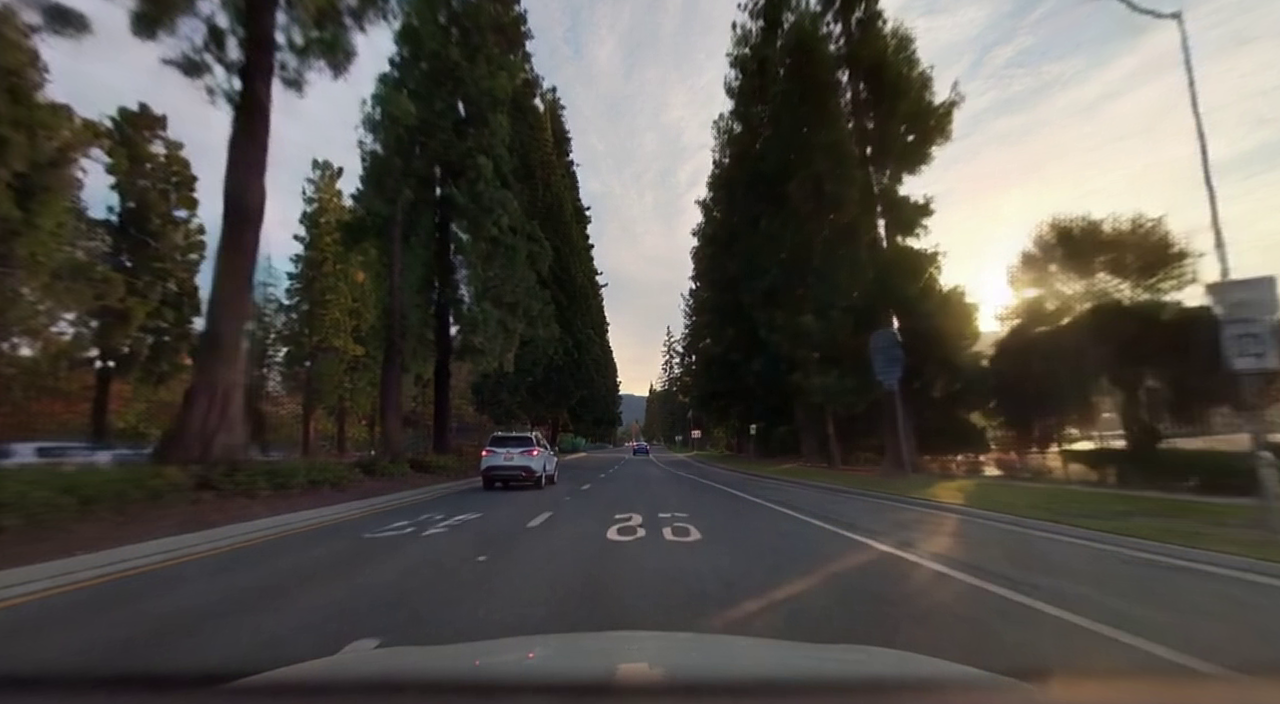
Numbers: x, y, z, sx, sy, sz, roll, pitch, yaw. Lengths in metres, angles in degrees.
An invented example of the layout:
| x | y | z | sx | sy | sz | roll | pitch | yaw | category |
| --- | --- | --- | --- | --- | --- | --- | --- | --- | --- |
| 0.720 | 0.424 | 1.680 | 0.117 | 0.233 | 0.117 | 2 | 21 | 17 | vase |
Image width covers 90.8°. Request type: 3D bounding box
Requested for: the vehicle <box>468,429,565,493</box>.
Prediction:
| x | y | z | sx | sy | sz | roll | pitch | yaw | category |
| --- | --- | --- | --- | --- | --- | --- | --- | --- | --- |
| -3.659 | 3.326 | 19.571 | 2.078 | 1.748 | 4.279 | 0 | -8 | 0 | vehicle |

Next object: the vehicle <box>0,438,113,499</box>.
| x | y | z | sx | sy | sz | roll | pitch | yaw | category |
| --- | --- | --- | --- | --- | --- | --- | --- | --- | --- |
| -25.831 | 4.590 | 25.152 | 2.691 | 2.305 | 8.031 | 0 | -8 | 1 | vehicle |
